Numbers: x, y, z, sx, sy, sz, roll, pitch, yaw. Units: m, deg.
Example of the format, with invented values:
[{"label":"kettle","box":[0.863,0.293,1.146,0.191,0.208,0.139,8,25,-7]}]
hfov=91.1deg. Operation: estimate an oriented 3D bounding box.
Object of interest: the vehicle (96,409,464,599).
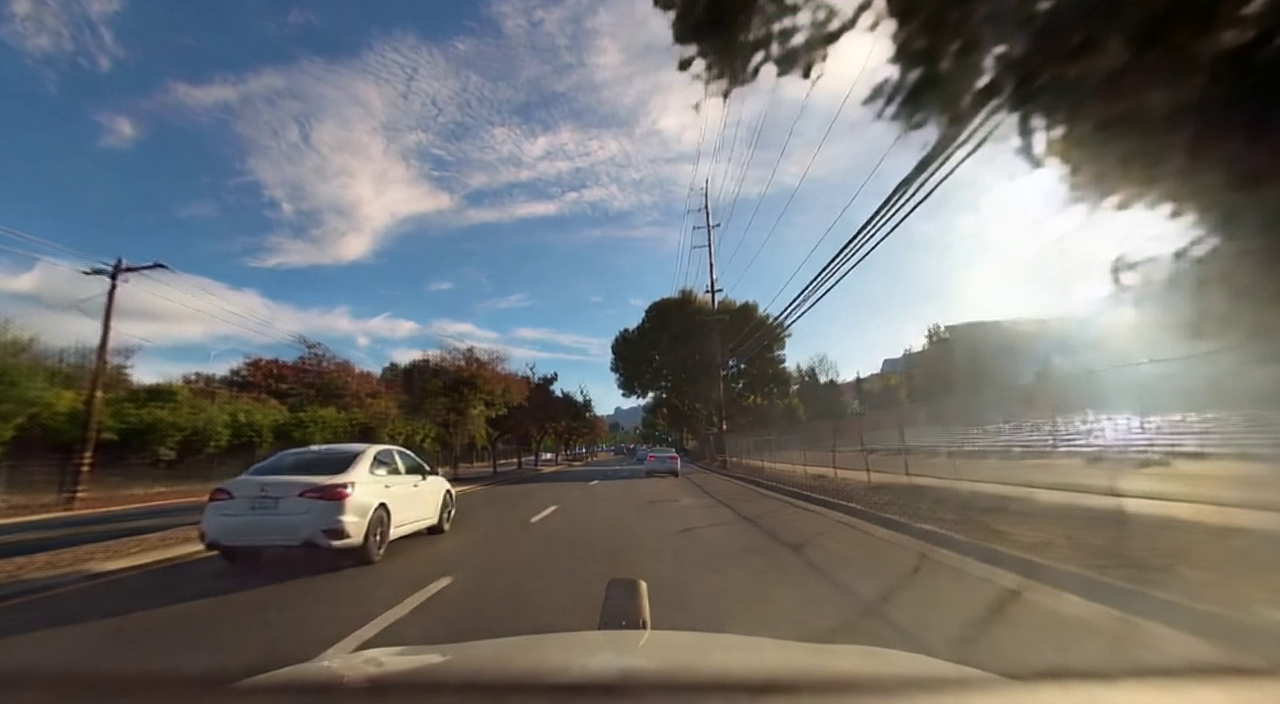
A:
[{"label":"vehicle","box":[-3.862,1.697,7.899,1.950,1.692,4.397,0,-9,1]}]

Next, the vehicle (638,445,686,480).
[{"label":"vehicle","box":[0.988,5.090,29.222,2.059,1.486,3.980,0,-9,1]}]
